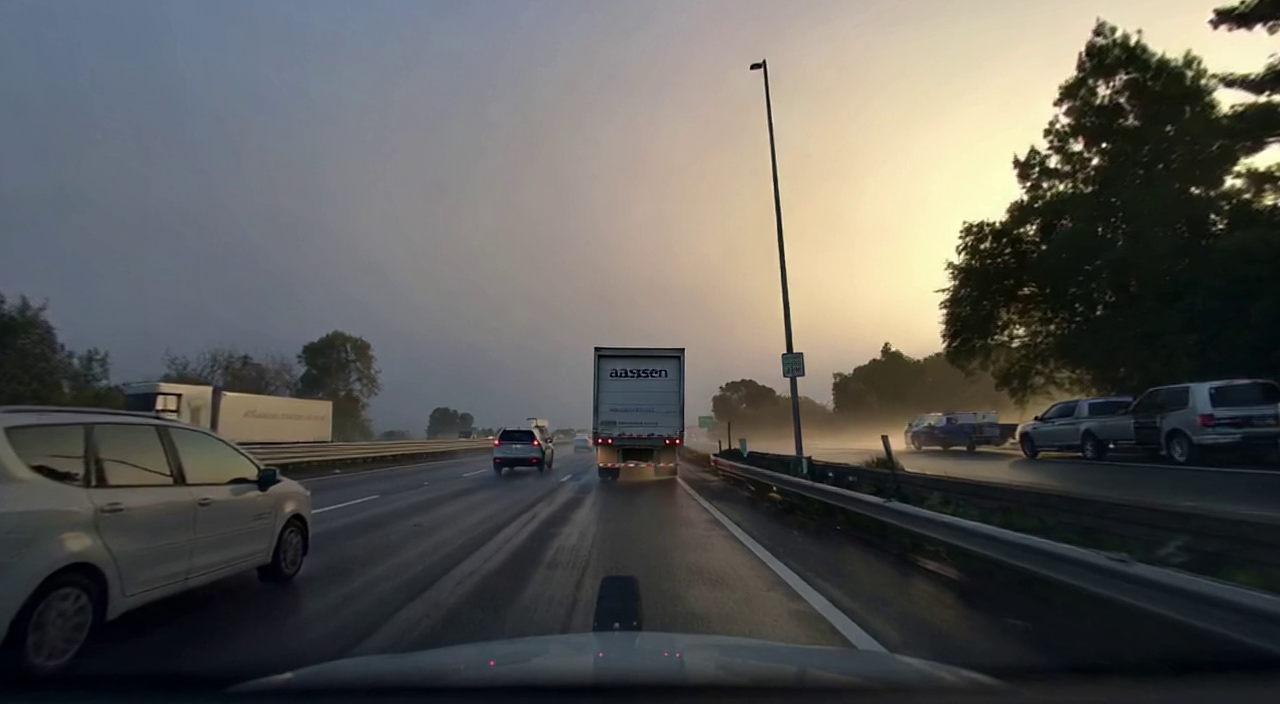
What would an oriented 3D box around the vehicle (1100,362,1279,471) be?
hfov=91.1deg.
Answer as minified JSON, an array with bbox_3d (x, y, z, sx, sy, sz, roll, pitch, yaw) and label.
[{"bbox_3d":[19.128,2.247,21.124,2.595,3.137,6.079,0,-8,0],"label":"vehicle"}]

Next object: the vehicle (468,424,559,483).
[{"bbox_3d":[-3.707,3.043,19.186,1.946,1.599,4.073,0,-8,0],"label":"vehicle"}]

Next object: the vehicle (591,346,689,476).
[{"bbox_3d":[-0.052,2.641,26.005,3.171,4.204,11.036,0,-8,-1],"label":"vehicle"}]

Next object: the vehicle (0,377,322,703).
[{"bbox_3d":[-3.665,0.925,3.033,1.964,1.507,4.361,0,-8,0],"label":"vehicle"}]

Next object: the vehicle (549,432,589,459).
[{"bbox_3d":[-4.184,5.603,37.702,1.921,1.524,3.912,0,-8,0],"label":"vehicle"}]

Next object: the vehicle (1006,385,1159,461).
[{"bbox_3d":[19.378,3.219,28.062,2.443,3.006,5.844,0,-8,0],"label":"vehicle"}]

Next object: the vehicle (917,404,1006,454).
[{"bbox_3d":[18.965,4.600,37.489,2.432,2.753,5.388,0,-8,1],"label":"vehicle"}]

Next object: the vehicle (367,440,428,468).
[{"bbox_3d":[-15.390,6.453,40.189,1.948,1.625,4.708,0,-8,0],"label":"vehicle"}]
